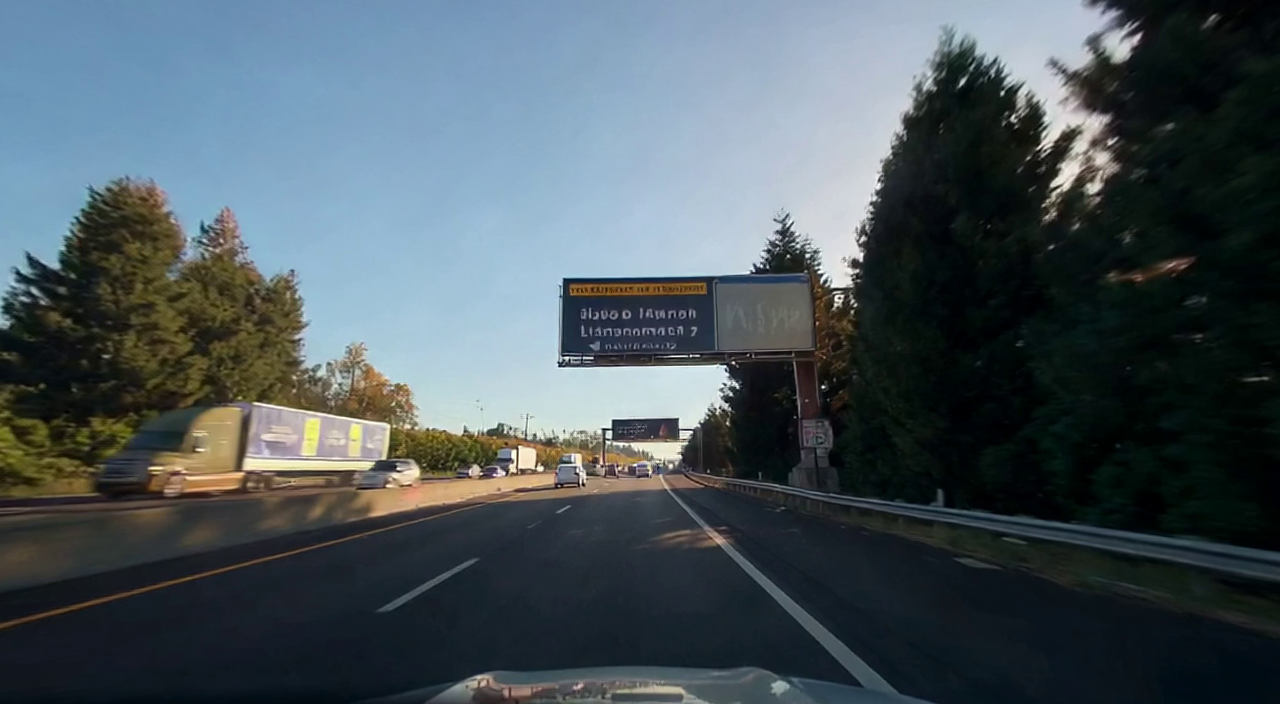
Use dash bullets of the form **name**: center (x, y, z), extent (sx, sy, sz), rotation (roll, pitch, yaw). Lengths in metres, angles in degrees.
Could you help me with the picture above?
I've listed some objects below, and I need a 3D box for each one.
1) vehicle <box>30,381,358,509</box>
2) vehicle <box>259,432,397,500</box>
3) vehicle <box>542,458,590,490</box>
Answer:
- **vehicle**: center (-17.463, 4.301, 27.472), extent (2.882, 3.981, 15.102), rotation (1, -11, 2)
- **vehicle**: center (-12.926, 4.866, 26.868), extent (2.247, 2.499, 6.794), rotation (1, -11, 1)
- **vehicle**: center (-4.353, 7.261, 37.580), extent (2.160, 1.721, 4.368), rotation (1, -11, 2)
